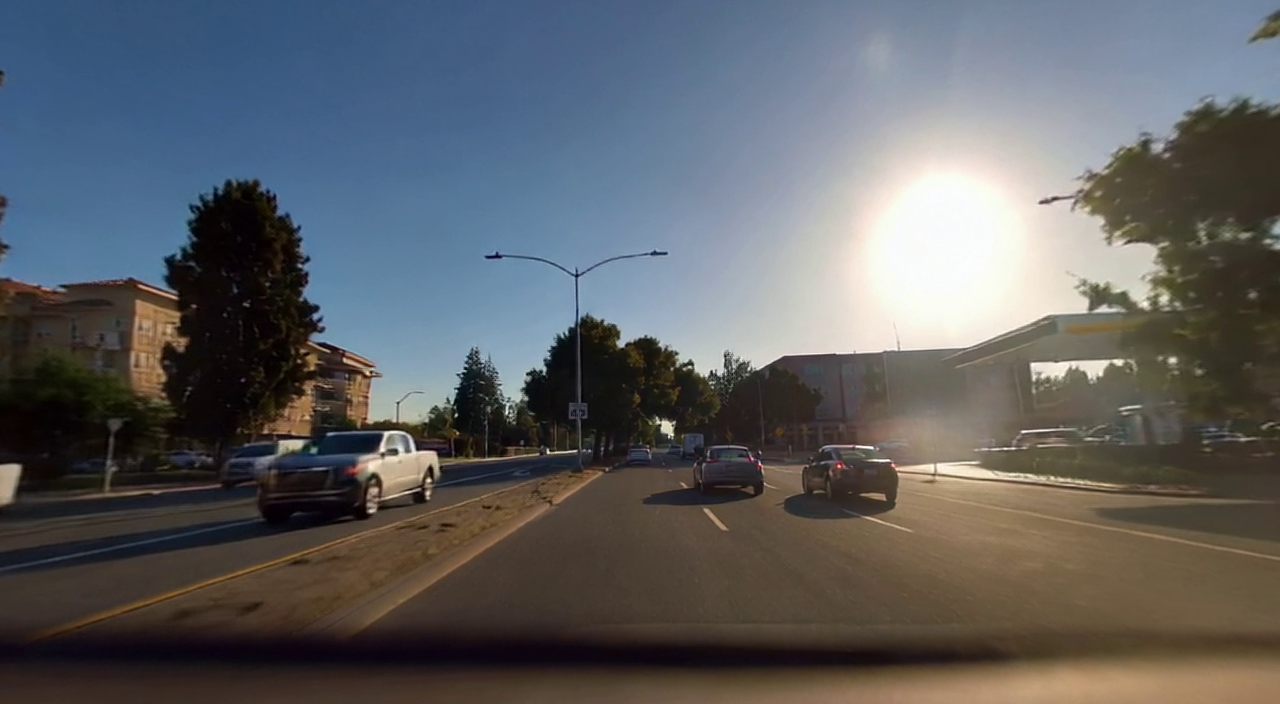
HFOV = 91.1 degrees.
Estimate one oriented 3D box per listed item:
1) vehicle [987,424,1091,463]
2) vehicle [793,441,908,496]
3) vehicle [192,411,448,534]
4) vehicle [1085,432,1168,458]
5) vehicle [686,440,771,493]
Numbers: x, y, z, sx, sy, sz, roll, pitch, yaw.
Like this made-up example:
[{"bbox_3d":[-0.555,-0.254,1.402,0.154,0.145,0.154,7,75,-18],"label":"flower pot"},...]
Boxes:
[{"bbox_3d":[23.813,5.534,37.870,2.152,2.069,6.067,-2,-8,-1],"label":"vehicle"},{"bbox_3d":[6.279,3.504,19.345,1.918,1.484,4.456,0,-8,-1],"label":"vehicle"},{"bbox_3d":[-5.511,2.156,11.896,2.016,1.770,5.300,0,-8,1],"label":"vehicle"},{"bbox_3d":[29.260,5.613,37.929,1.933,1.463,4.033,0,-8,3],"label":"vehicle"},{"bbox_3d":[2.673,3.597,20.136,1.971,1.479,4.493,0,-8,-1],"label":"vehicle"}]
